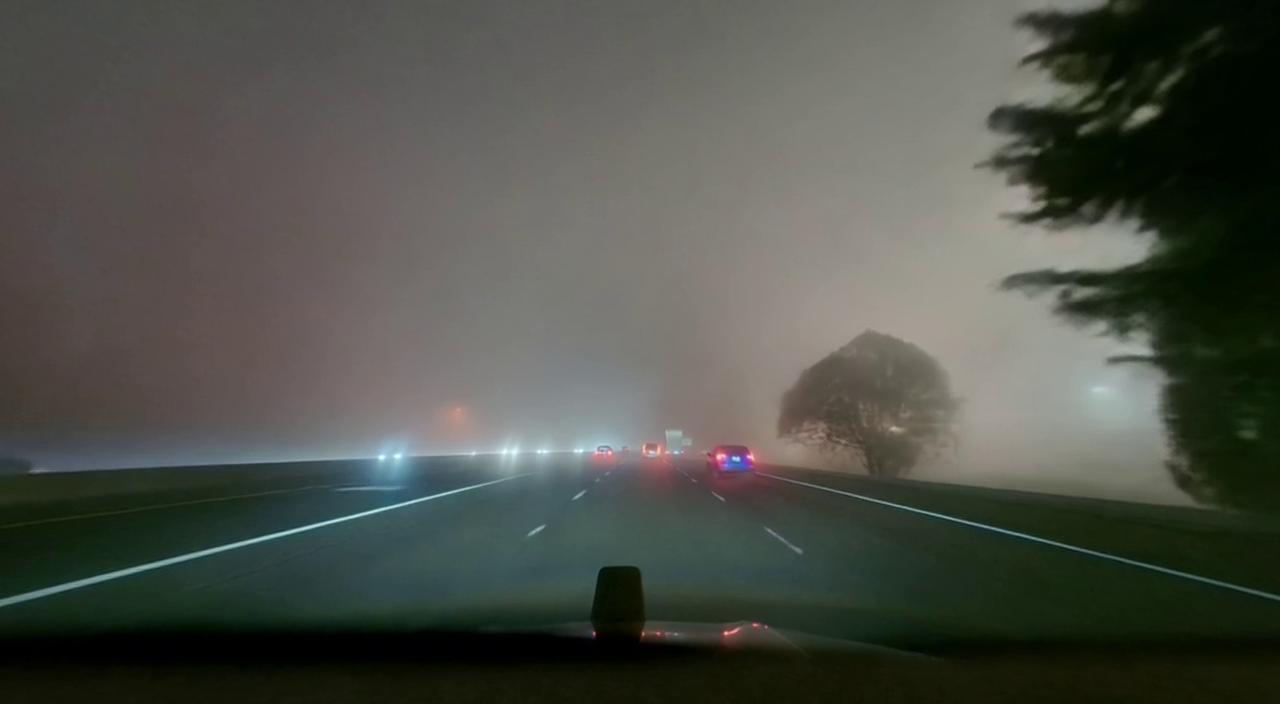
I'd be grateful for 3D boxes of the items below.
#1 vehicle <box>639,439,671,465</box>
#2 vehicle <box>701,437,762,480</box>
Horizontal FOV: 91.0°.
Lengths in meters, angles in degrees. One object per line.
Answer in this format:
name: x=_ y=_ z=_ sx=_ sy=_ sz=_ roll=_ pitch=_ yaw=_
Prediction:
vehicle: x=1.060 y=7.355 z=46.344 sx=2.205 sy=1.785 sz=4.423 roll=1 pitch=-8 yaw=0
vehicle: x=3.955 y=4.661 z=27.906 sx=2.082 sy=1.720 sz=4.393 roll=0 pitch=-8 yaw=0
